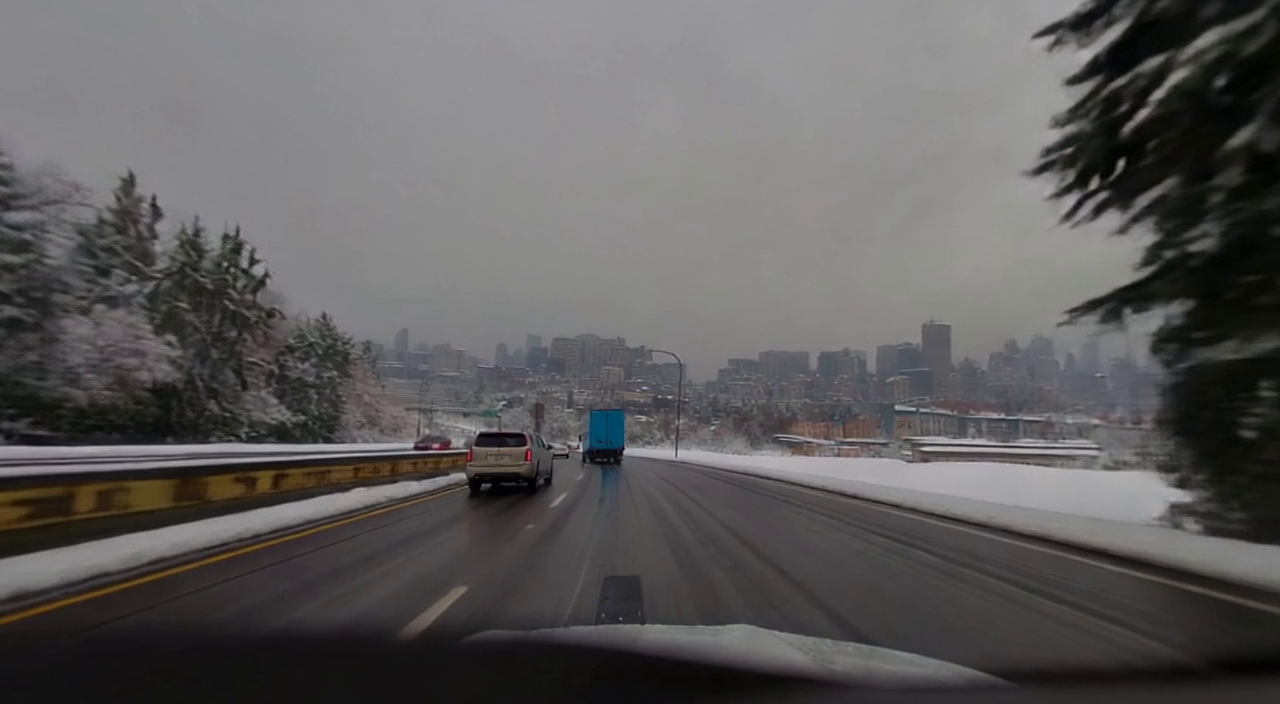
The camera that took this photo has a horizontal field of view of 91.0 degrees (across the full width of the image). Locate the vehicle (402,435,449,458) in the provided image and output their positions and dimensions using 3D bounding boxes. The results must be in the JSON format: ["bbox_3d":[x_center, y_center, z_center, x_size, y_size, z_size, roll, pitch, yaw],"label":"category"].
[{"bbox_3d":[-15.363,6.796,45.284,1.988,1.499,4.591,1,-9,-3],"label":"vehicle"}]

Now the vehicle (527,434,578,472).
[{"bbox_3d":[-4.230,4.969,31.142,2.044,1.740,4.361,1,-9,-2],"label":"vehicle"}]

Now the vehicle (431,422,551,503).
[{"bbox_3d":[-3.541,2.736,15.904,2.041,1.734,4.391,1,-9,-1],"label":"vehicle"}]
